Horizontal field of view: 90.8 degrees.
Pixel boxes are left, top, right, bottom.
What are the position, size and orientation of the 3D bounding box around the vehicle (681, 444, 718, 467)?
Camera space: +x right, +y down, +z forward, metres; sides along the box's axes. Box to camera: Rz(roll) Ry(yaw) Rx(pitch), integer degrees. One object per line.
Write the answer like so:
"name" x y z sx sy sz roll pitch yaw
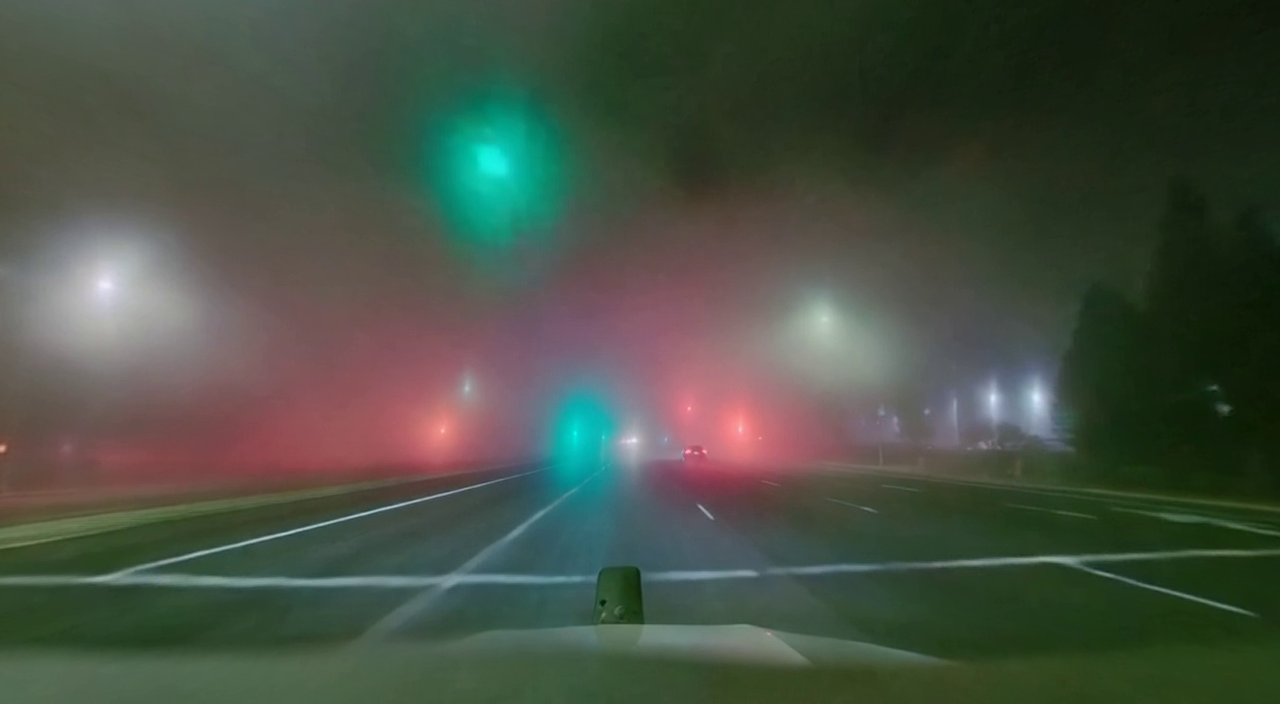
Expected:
"vehicle" 4.145 7.305 44.803 2.187 1.475 4.529 0 -8 -1
